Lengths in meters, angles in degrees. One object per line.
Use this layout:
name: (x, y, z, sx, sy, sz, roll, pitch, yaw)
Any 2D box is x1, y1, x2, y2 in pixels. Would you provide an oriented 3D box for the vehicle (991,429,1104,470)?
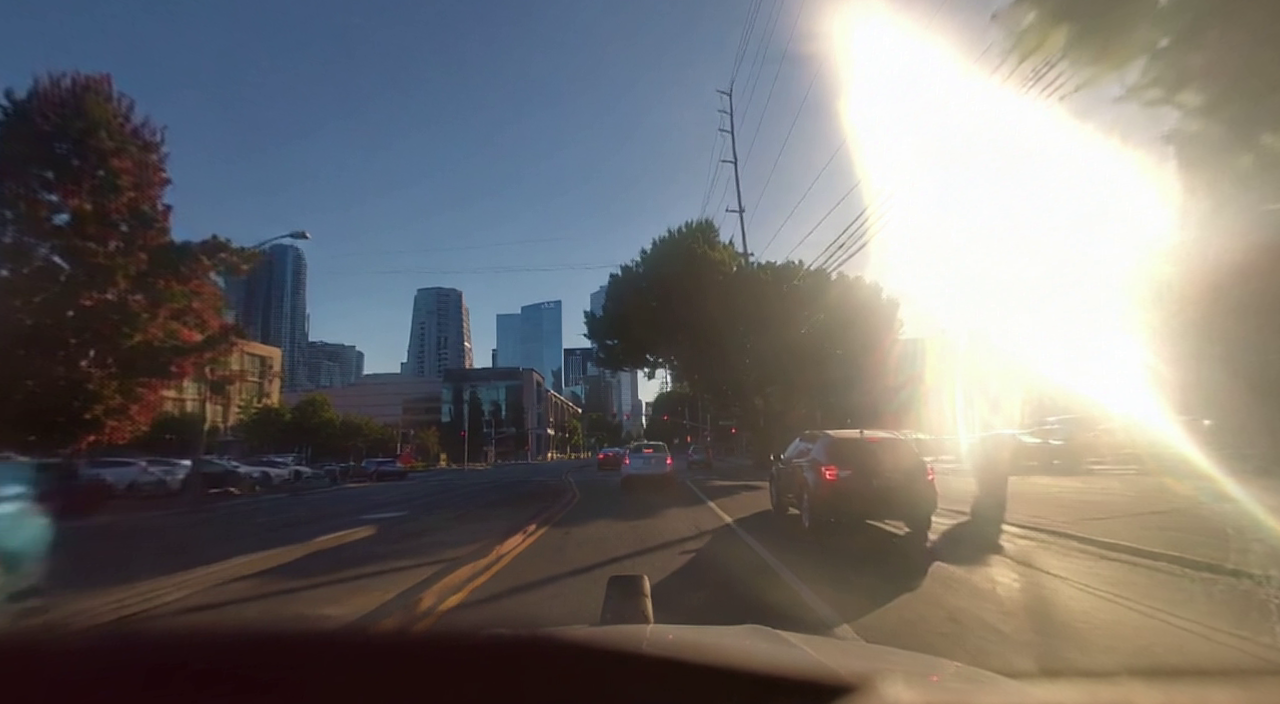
vehicle: (16.148, 3.897, 25.266, 2.018, 1.488, 4.059, -1, -8, 4)

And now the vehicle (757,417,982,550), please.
vehicle: (3.414, 2.047, 10.518, 2.024, 1.711, 4.512, 0, -8, 0)

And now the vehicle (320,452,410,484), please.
vehicle: (-15.832, 6.702, 36.442, 4.290, 1.510, 2.006, -4, -10, 6)

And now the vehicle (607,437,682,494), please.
vehicle: (0.157, 3.673, 20.767, 2.200, 1.653, 4.127, 0, -8, 1)

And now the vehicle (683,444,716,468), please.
vehicle: (4.051, 7.105, 43.279, 1.880, 1.503, 4.130, 0, -8, 0)

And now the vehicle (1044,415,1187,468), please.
vehicle: (18.702, 3.628, 25.168, 1.950, 1.797, 4.967, -3, -10, 3)

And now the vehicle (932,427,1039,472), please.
vehicle: (13.528, 3.840, 25.009, 1.899, 1.602, 4.297, -1, -8, 2)

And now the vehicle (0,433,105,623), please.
vehicle: (-6.581, 1.347, 4.204, 2.008, 1.638, 4.552, 0, -8, 0)
